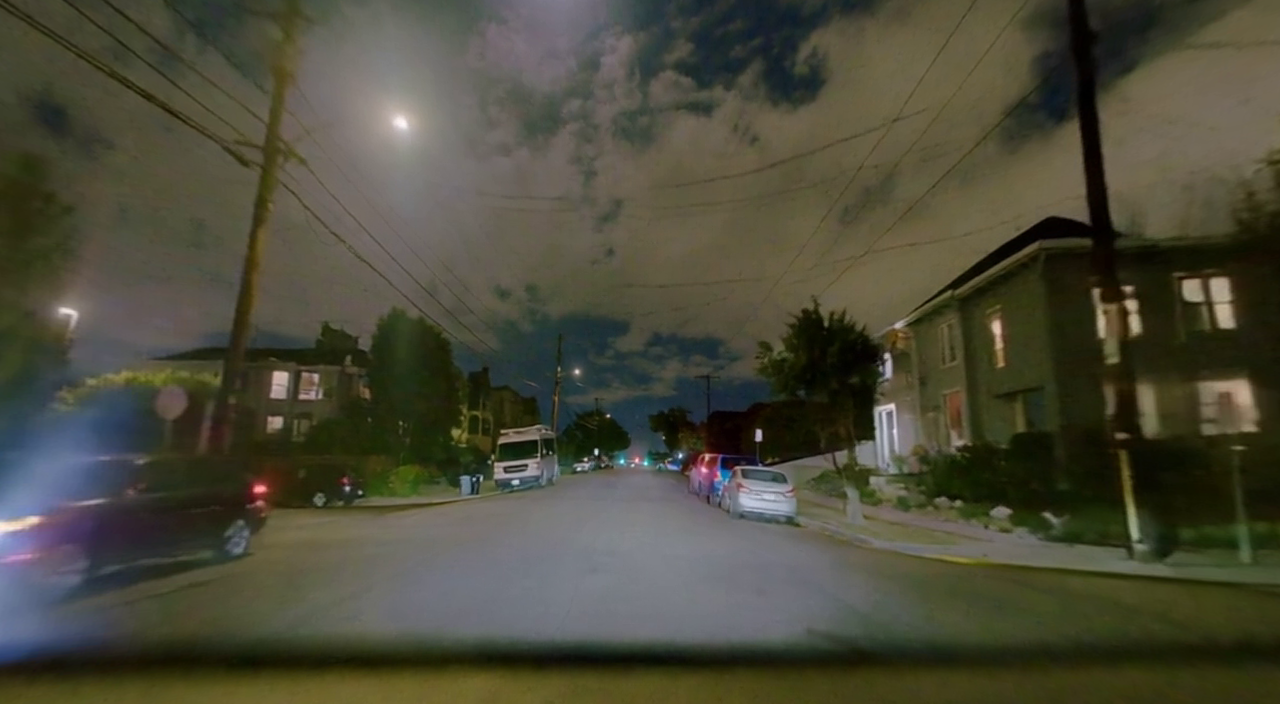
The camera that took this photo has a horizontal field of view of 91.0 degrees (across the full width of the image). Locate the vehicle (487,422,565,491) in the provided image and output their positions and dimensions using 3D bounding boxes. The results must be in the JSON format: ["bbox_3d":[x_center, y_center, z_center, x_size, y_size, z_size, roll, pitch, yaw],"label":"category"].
[{"bbox_3d":[-6.518,6.150,37.295,3.115,3.562,7.695,-1,-9,1],"label":"vehicle"}]

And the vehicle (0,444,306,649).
[{"bbox_3d":[-6.389,1.975,7.574,2.057,1.632,4.730,0,-7,1],"label":"vehicle"}]

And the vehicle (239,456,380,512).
[{"bbox_3d":[-13.133,5.342,25.341,4.341,1.728,2.161,0,-22,-5],"label":"vehicle"}]

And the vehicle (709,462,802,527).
[{"bbox_3d":[3.373,4.244,19.323,2.010,1.661,4.615,1,-9,0],"label":"vehicle"}]
